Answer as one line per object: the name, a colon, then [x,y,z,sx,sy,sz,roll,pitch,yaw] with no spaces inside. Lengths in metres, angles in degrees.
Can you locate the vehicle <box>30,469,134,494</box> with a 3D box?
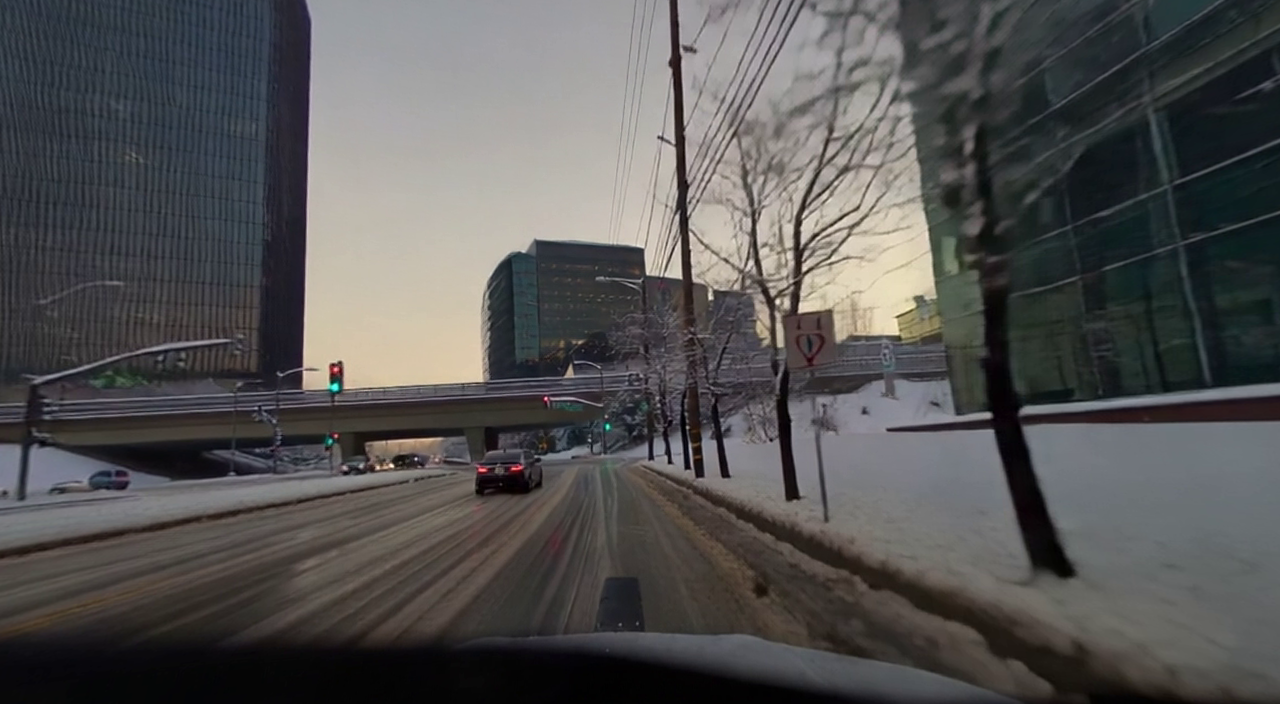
vehicle: [-37.102,8.623,42.156,4.708,1.466,2.085,1,-9,-9]

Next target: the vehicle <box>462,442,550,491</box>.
vehicle: [-4.457,3.867,21.761,2.154,1.465,4.532,-1,-8,-2]
